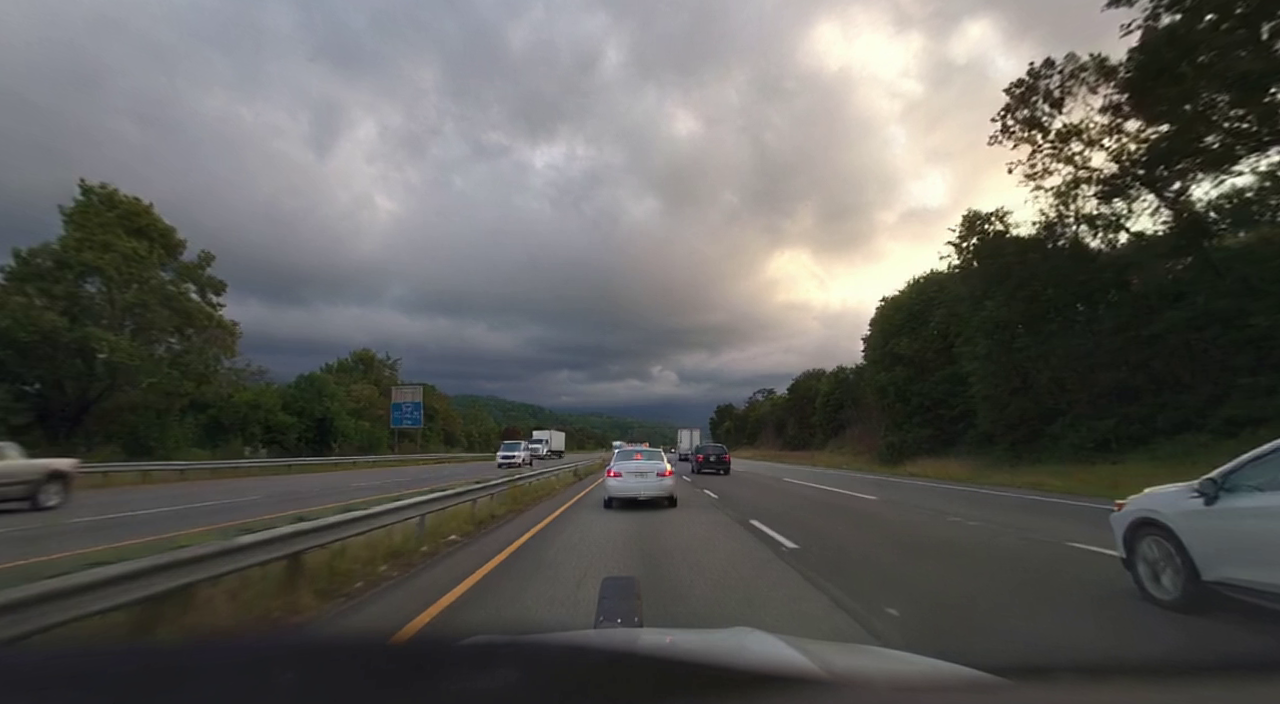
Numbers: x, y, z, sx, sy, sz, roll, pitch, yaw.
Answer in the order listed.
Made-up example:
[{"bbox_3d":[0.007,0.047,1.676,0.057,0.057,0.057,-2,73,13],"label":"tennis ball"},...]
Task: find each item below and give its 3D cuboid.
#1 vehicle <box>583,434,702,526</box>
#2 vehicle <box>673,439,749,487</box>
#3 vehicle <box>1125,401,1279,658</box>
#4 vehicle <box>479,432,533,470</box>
[{"bbox_3d":[0.019,2.534,12.910,2.088,1.580,3.657,0,-9,-1],"label":"vehicle"},{"bbox_3d":[2.532,4.091,23.383,1.999,1.596,3.990,0,-9,-5],"label":"vehicle"},{"bbox_3d":[4.777,0.915,2.842,1.931,1.516,3.995,0,-9,0],"label":"vehicle"},{"bbox_3d":[-9.288,6.949,44.261,2.512,2.475,5.406,-1,-9,1],"label":"vehicle"}]
